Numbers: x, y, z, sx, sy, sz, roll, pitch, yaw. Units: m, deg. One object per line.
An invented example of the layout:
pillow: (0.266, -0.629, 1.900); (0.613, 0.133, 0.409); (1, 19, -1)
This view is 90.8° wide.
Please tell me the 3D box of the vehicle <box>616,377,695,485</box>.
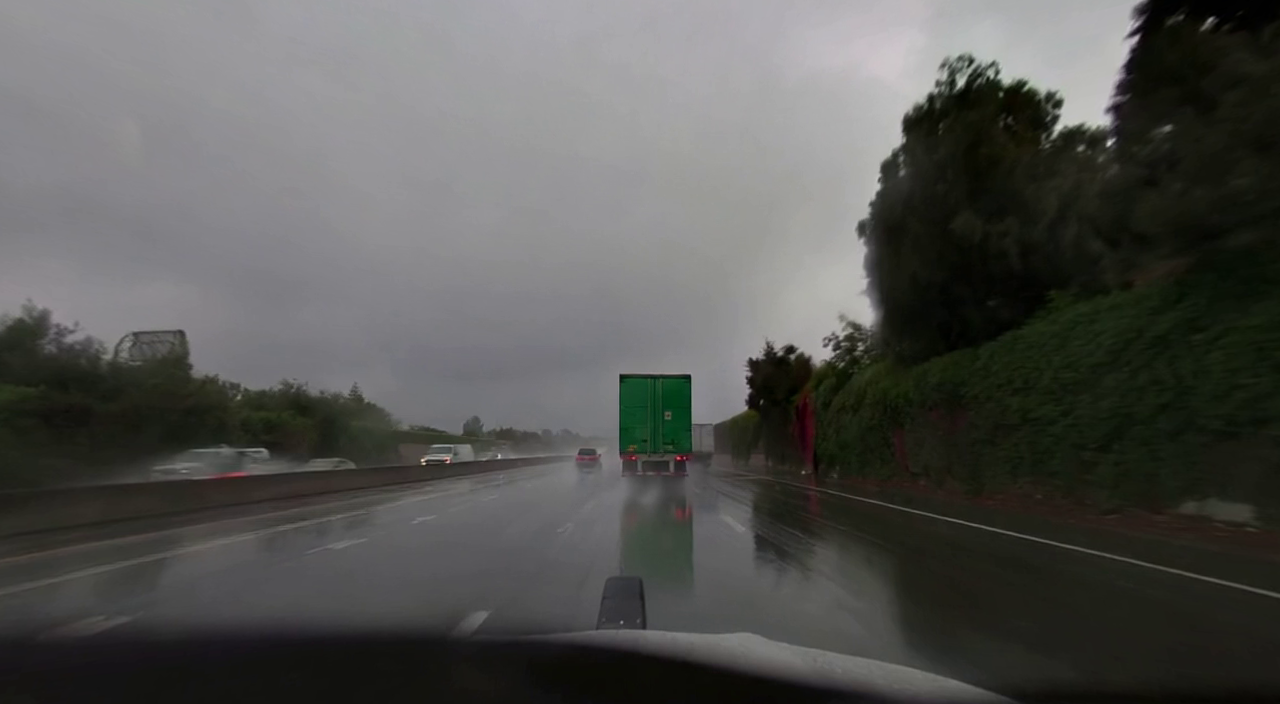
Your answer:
vehicle: (0.561, 3.813, 29.263); (2.932, 4.042, 11.054); (0, -9, 0)

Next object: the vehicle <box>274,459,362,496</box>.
vehicle: (-14.710, 5.723, 29.053); (1.950, 1.479, 3.862); (0, -9, 1)

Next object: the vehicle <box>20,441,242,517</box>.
vehicle: (-19.212, 4.755, 24.652); (2.571, 2.376, 7.455); (-2, -8, -1)

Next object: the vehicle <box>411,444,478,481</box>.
vehicle: (-11.136, 6.323, 36.406); (2.122, 1.930, 5.086); (0, -9, 1)

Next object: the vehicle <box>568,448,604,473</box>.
vehicle: (-3.556, 7.265, 42.396); (2.012, 1.521, 4.227); (0, -9, 0)
